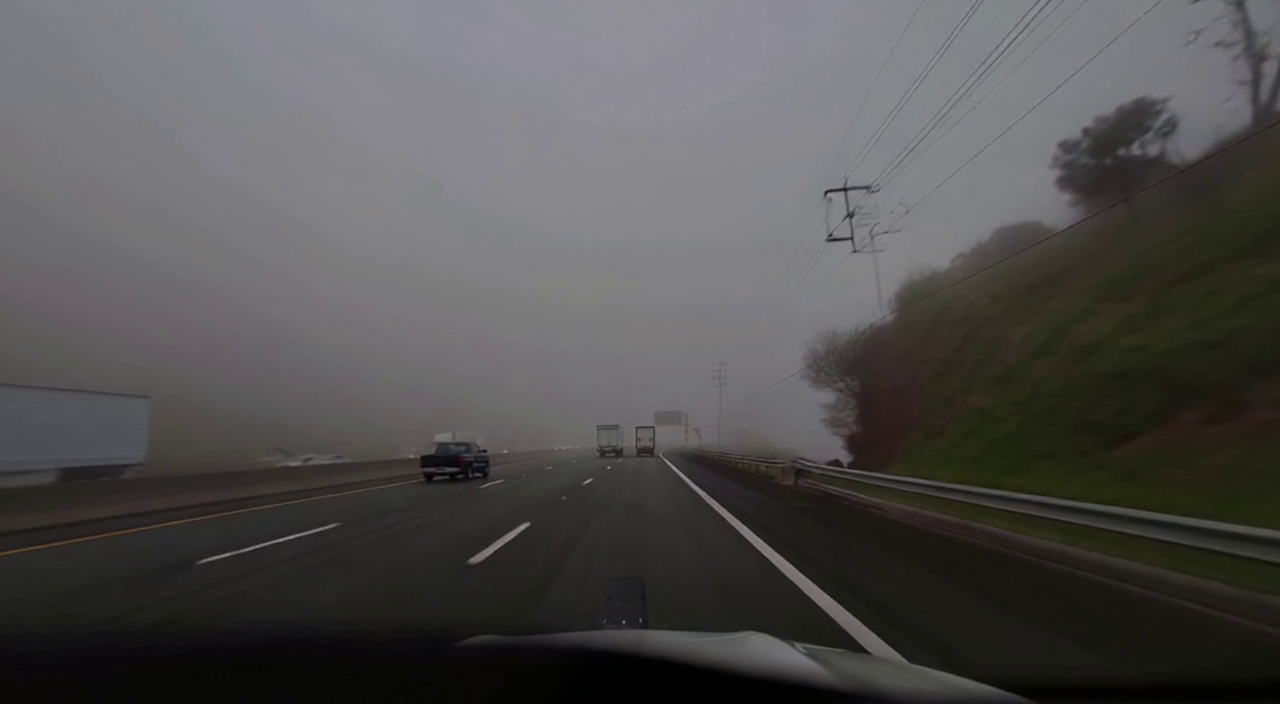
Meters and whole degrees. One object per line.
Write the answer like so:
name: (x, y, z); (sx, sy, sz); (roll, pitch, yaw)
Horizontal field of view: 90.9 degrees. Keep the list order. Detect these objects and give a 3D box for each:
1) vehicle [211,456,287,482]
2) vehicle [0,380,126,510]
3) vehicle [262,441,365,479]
vehicle: (-24.544, 7.338, 39.818); (1.807, 1.477, 4.711); (0, -8, 0)
vehicle: (-20.936, 2.873, 19.430); (2.897, 3.919, 8.383); (0, -8, 0)
vehicle: (-17.221, 5.695, 33.705); (2.334, 1.816, 5.715); (0, -8, 1)
